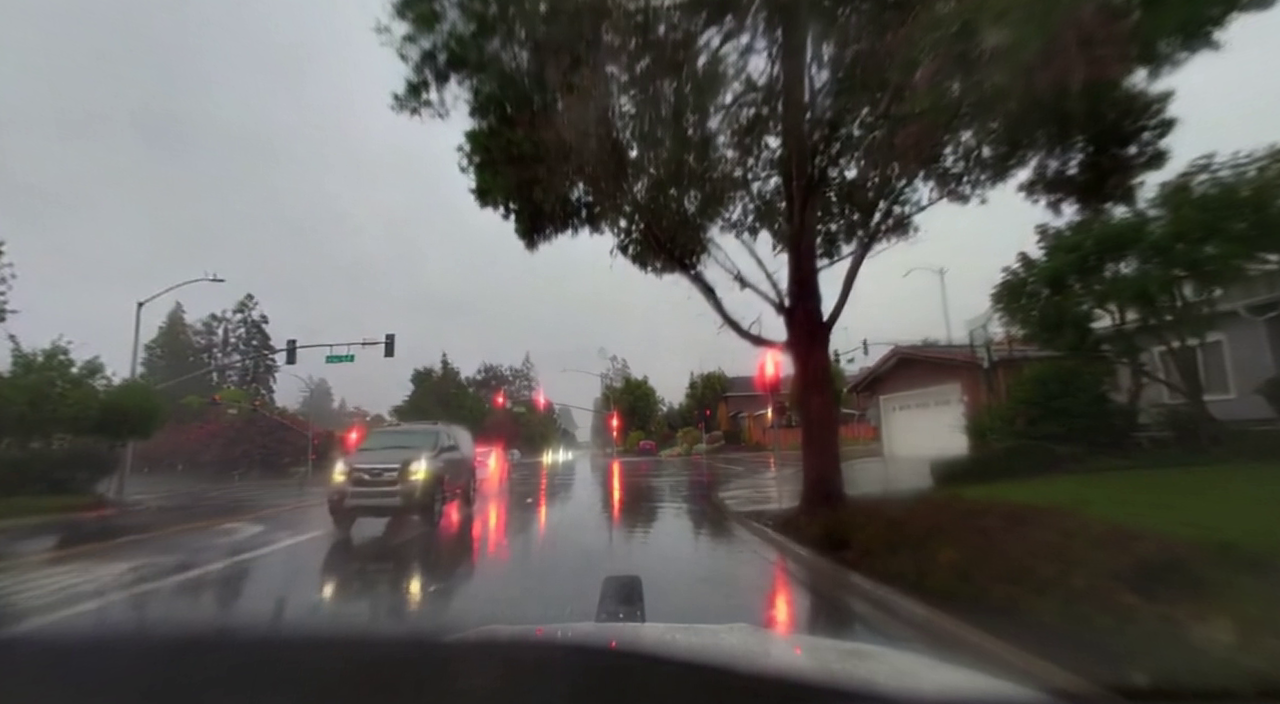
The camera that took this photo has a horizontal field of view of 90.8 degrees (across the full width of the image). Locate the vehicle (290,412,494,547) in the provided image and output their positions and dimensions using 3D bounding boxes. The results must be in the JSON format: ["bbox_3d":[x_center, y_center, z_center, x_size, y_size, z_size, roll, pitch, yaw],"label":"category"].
[{"bbox_3d":[-3.985,2.158,11.188,2.041,1.834,4.679,0,-10,-5],"label":"vehicle"}]
